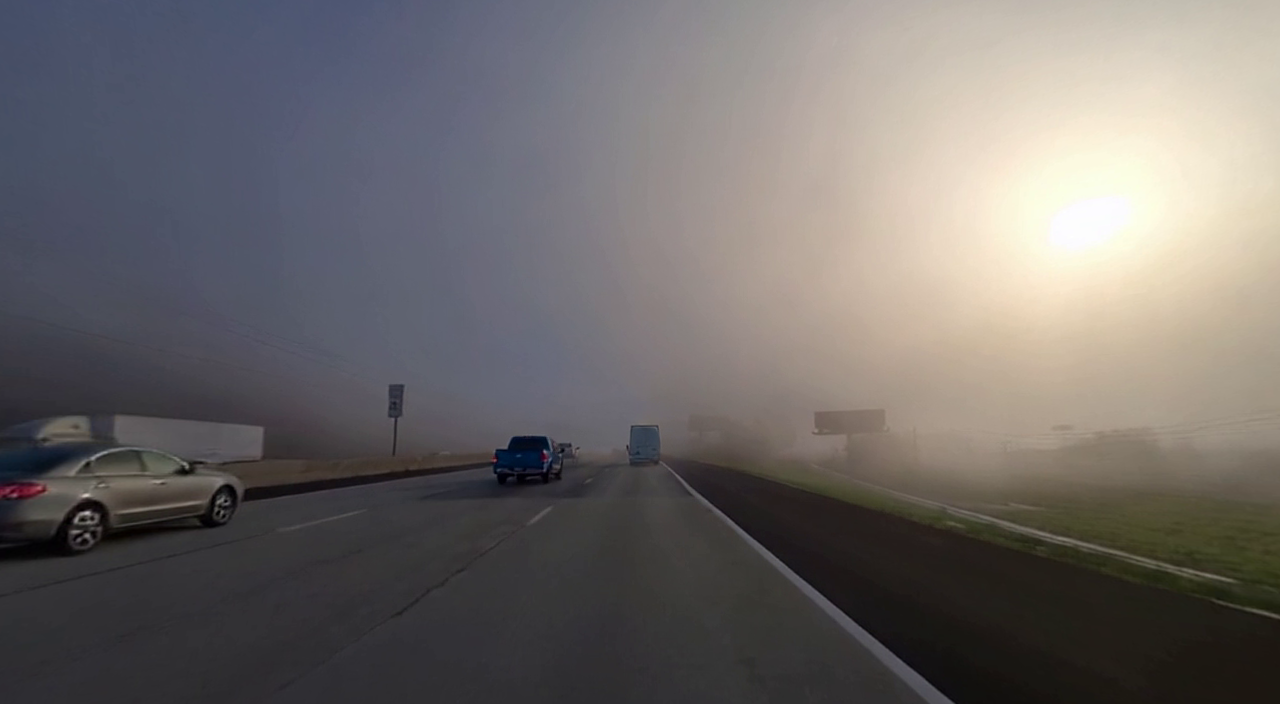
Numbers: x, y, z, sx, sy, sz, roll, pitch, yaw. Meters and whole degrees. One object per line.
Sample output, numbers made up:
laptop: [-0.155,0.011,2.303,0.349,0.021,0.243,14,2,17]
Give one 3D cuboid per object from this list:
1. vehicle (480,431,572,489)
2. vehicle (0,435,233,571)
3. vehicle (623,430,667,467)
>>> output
vehicle: [-3.718,3.634,21.485,2.145,1.730,4.729,0,-8,1]
vehicle: [-7.963,1.863,8.367,1.941,1.475,4.597,0,-8,1]
vehicle: [0.282,6.327,41.301,2.692,2.279,5.695,0,-8,0]
